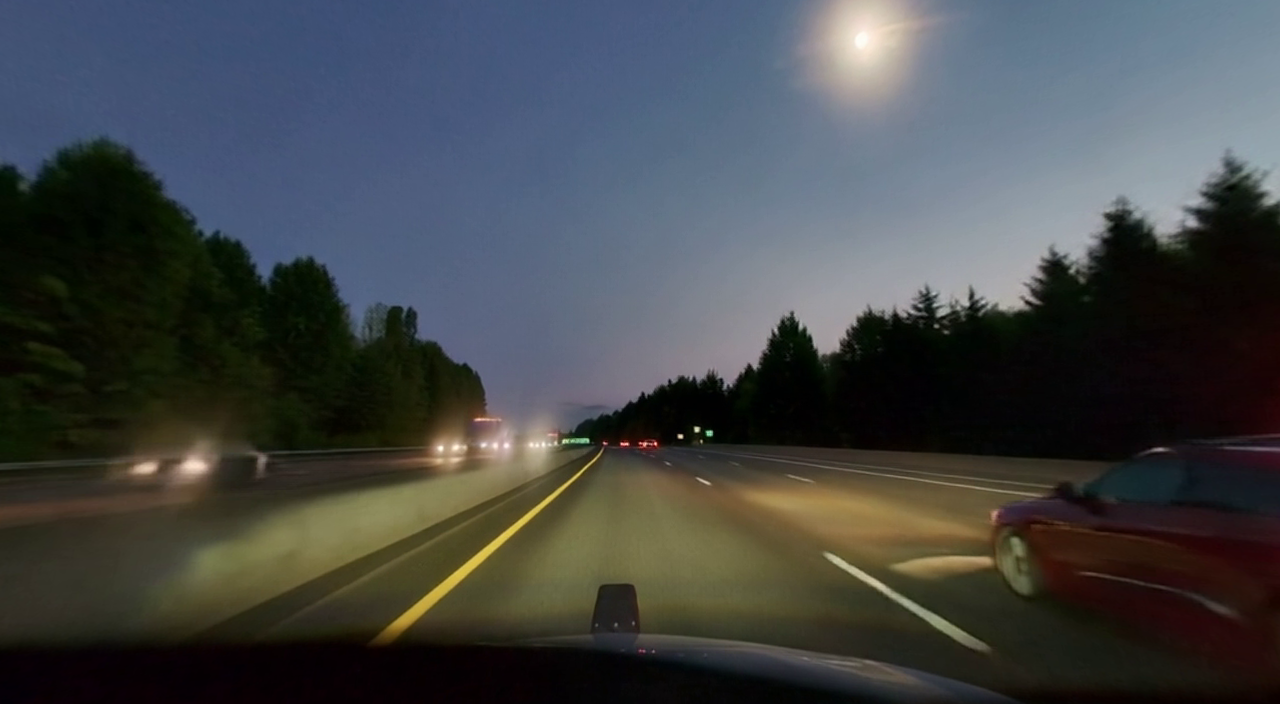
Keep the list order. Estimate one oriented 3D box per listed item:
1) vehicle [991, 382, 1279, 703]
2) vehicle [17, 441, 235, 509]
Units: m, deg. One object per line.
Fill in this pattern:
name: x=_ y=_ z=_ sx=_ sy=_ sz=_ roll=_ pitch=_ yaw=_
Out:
vehicle: x=3.716 y=0.898 z=2.675 sx=1.958 sy=1.526 sz=4.227 roll=0 pitch=-8 yaw=-1
vehicle: x=-12.899 y=3.056 z=16.309 sx=1.905 sy=1.464 sz=4.510 roll=0 pitch=-8 yaw=-1
